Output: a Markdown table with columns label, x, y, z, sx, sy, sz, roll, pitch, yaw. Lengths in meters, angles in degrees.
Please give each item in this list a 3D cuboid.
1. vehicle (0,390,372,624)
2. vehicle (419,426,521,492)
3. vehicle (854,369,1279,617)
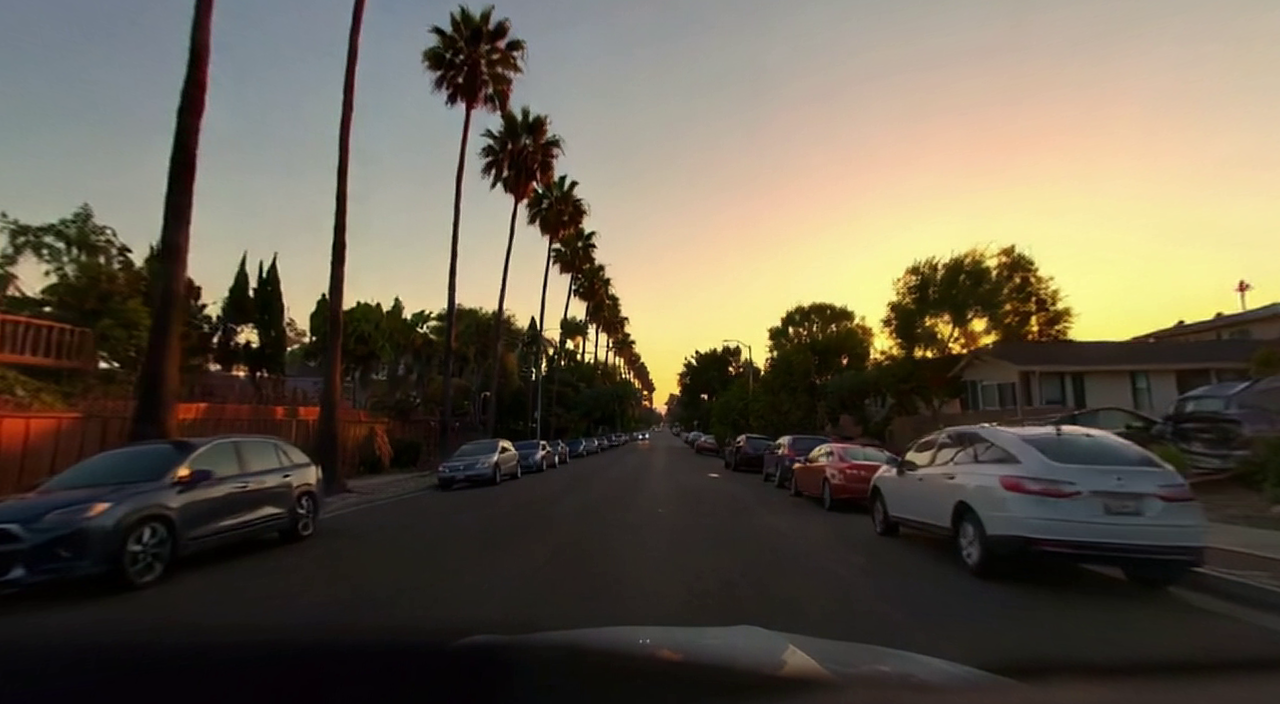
| label | x | y | z | sx | sy | sz | roll | pitch | yaw |
| --- | --- | --- | --- | --- | --- | --- | --- | --- | --- |
| vehicle | -5.476 | 1.603 | 7.620 | 2.020 | 1.819 | 5.168 | -1 | -9 | 2 |
| vehicle | -5.174 | 3.328 | 19.902 | 1.947 | 1.803 | 4.381 | -1 | -8 | 0 |
| vehicle | 4.242 | 1.452 | 7.405 | 1.964 | 1.889 | 4.708 | 2 | -8 | 2 |
